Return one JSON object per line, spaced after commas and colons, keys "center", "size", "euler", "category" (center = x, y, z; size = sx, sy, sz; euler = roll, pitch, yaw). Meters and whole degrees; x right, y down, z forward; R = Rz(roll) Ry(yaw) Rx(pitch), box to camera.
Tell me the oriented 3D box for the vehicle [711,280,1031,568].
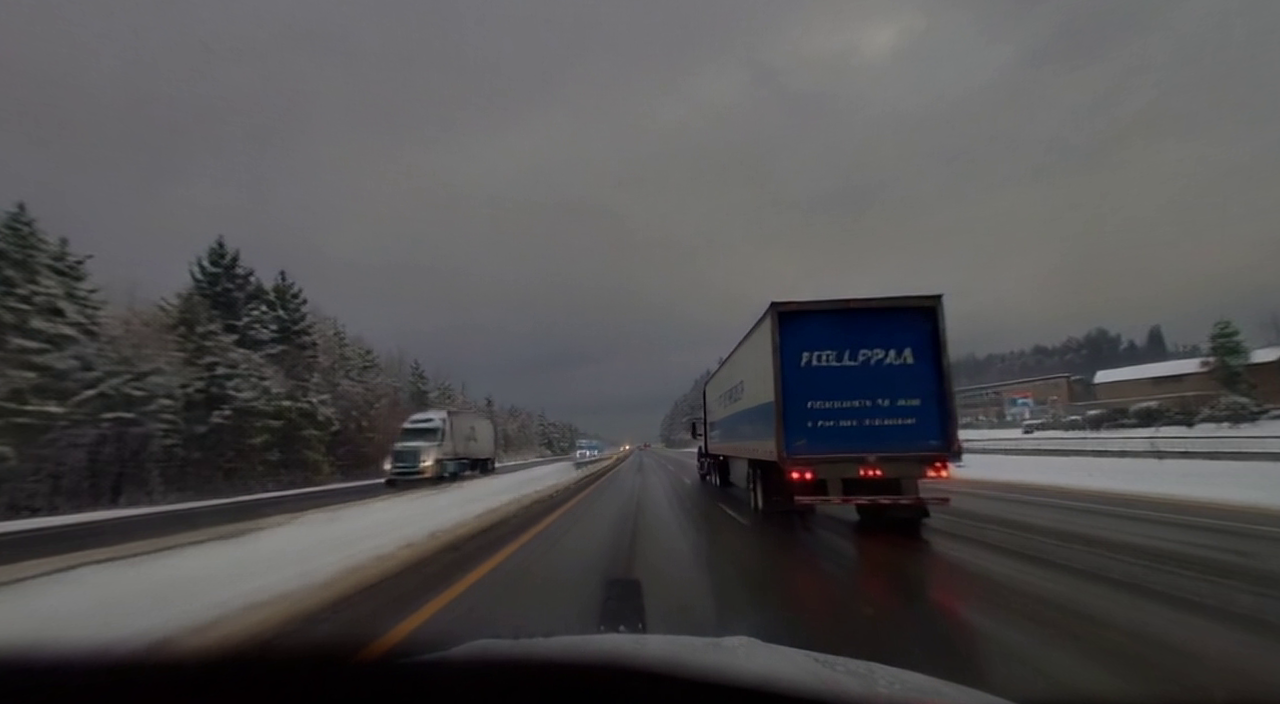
{"center": [4.054, 1.943, 15.481], "size": [3.341, 4.269, 12.252], "euler": [0, -9, 1], "category": "vehicle"}
